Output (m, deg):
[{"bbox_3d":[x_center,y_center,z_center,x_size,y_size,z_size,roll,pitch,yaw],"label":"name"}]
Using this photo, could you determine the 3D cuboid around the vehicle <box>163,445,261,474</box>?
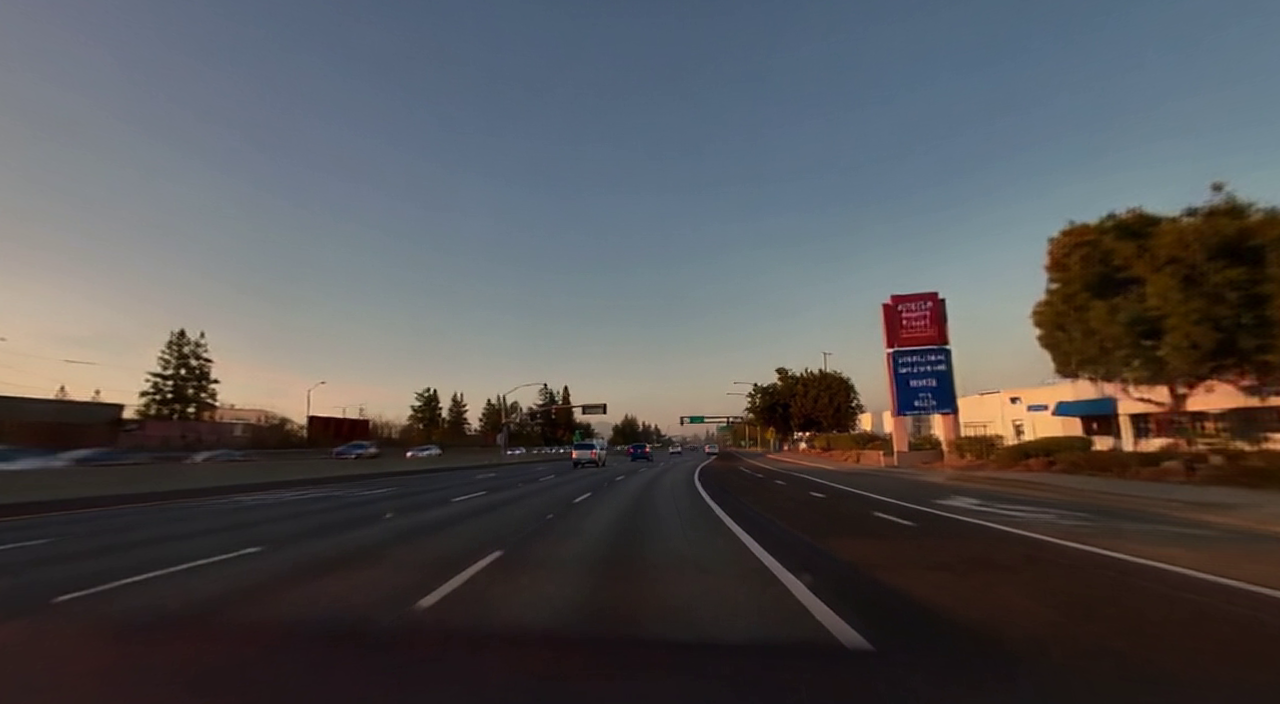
[{"bbox_3d":[-23.398,5.889,34.803,1.935,1.459,4.524,-1,-9,5],"label":"vehicle"}]

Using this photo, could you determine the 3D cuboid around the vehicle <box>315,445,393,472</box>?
[{"bbox_3d":[-16.736,6.250,37.301,1.941,1.475,4.722,-1,-9,7],"label":"vehicle"}]

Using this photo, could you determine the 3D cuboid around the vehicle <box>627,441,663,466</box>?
[{"bbox_3d":[0.424,7.543,47.235,2.139,1.782,4.079,-1,-9,7],"label":"vehicle"}]
